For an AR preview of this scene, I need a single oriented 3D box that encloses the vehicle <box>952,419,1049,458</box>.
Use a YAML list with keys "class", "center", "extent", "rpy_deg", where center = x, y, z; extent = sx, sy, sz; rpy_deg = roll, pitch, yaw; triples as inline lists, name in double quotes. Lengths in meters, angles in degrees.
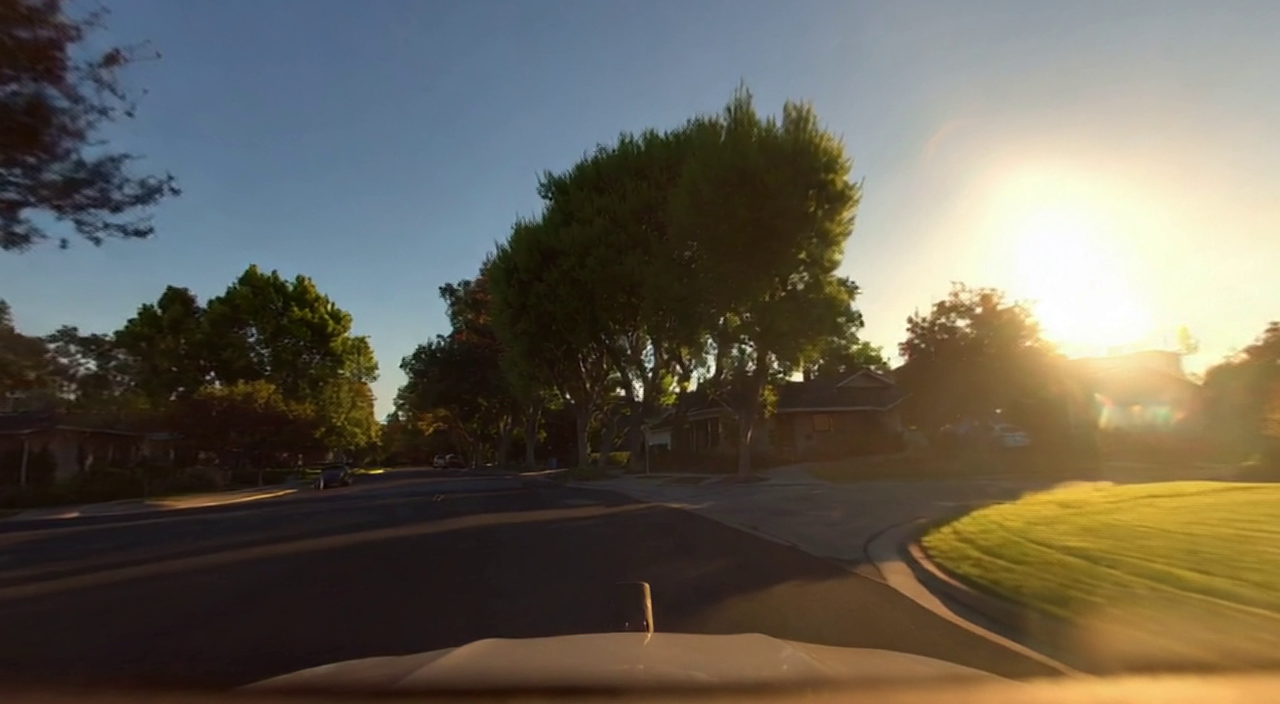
- class: "vehicle"
  center: [18.390, 4.497, 32.449]
  extent: [1.992, 1.813, 5.079]
  rpy_deg: [0, -9, 0]
